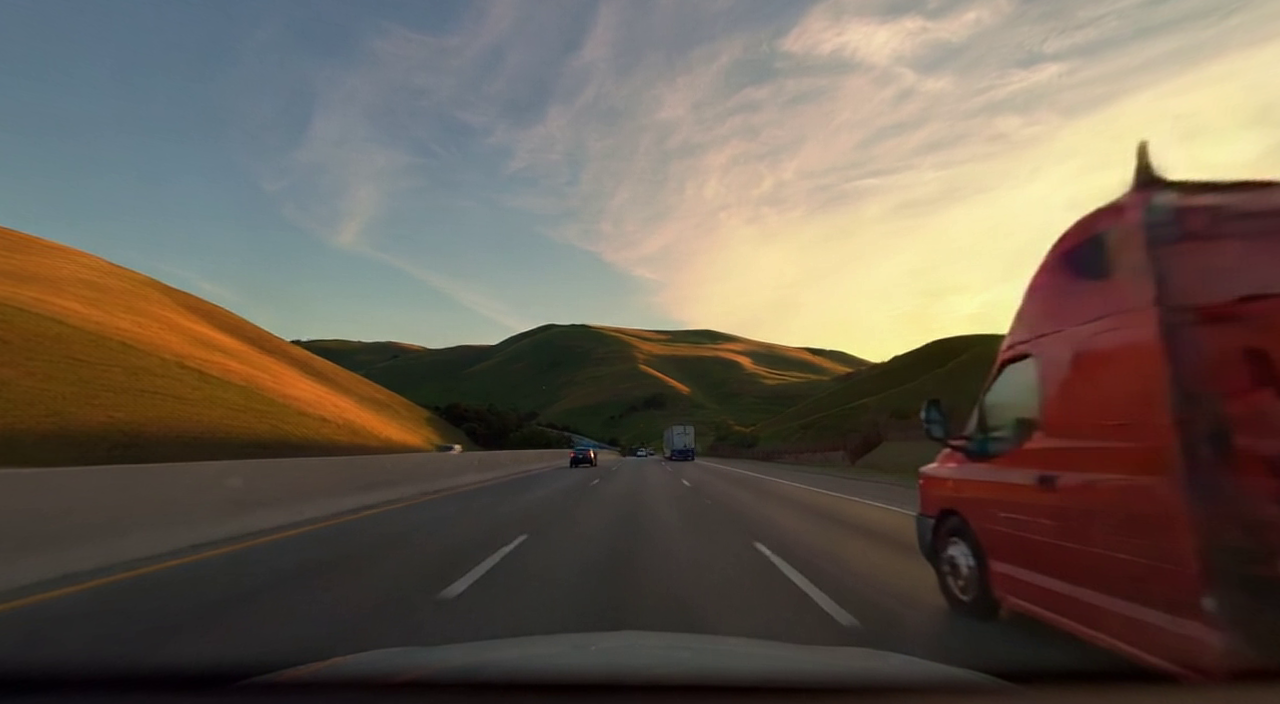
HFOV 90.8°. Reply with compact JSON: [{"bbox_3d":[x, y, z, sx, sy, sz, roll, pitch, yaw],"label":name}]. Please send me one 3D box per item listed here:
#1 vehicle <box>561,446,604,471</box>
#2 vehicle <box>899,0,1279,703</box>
[{"bbox_3d":[-3.502,6.605,39.310,2.060,1.475,5.314,0,-9,1],"label":"vehicle"},{"bbox_3d":[4.013,-0.302,2.610,2.999,4.023,6.337,0,-9,-1],"label":"vehicle"}]
